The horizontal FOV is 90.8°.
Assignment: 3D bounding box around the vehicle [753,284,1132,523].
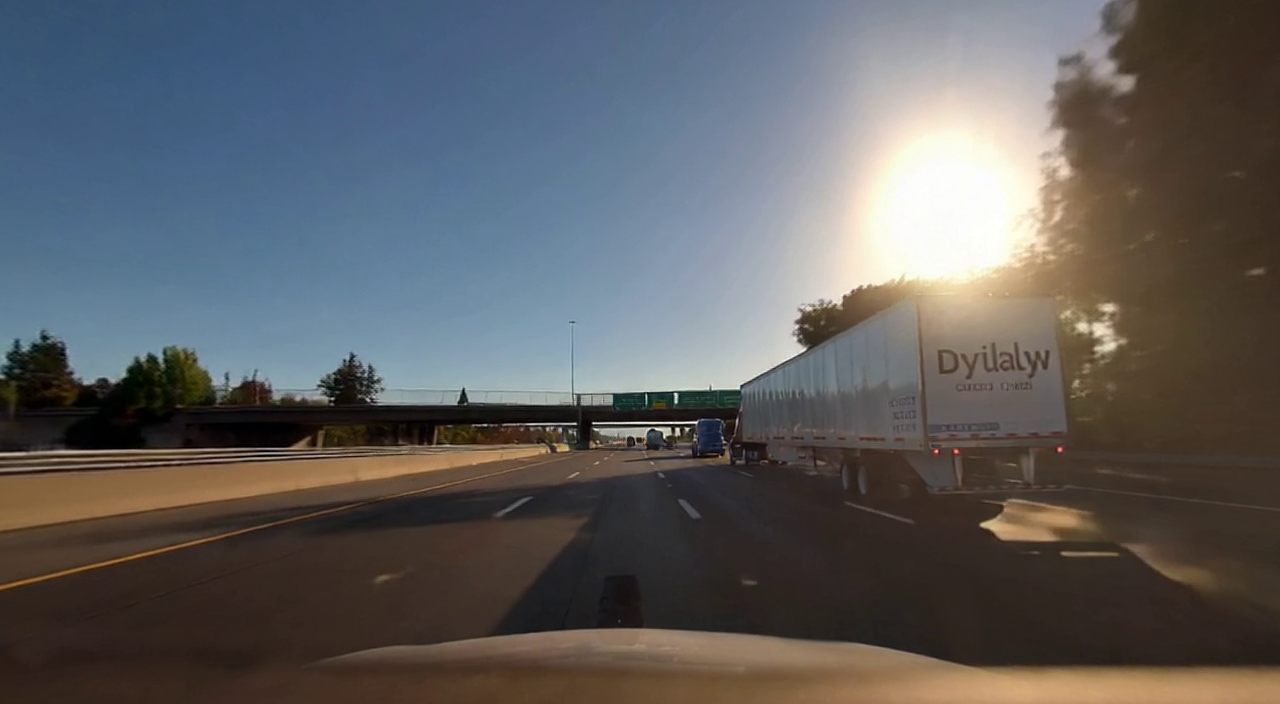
[{"bbox_3d":[6.359,1.954,18.473,2.962,3.947,16.241,0,-8,-1],"label":"vehicle"}]
